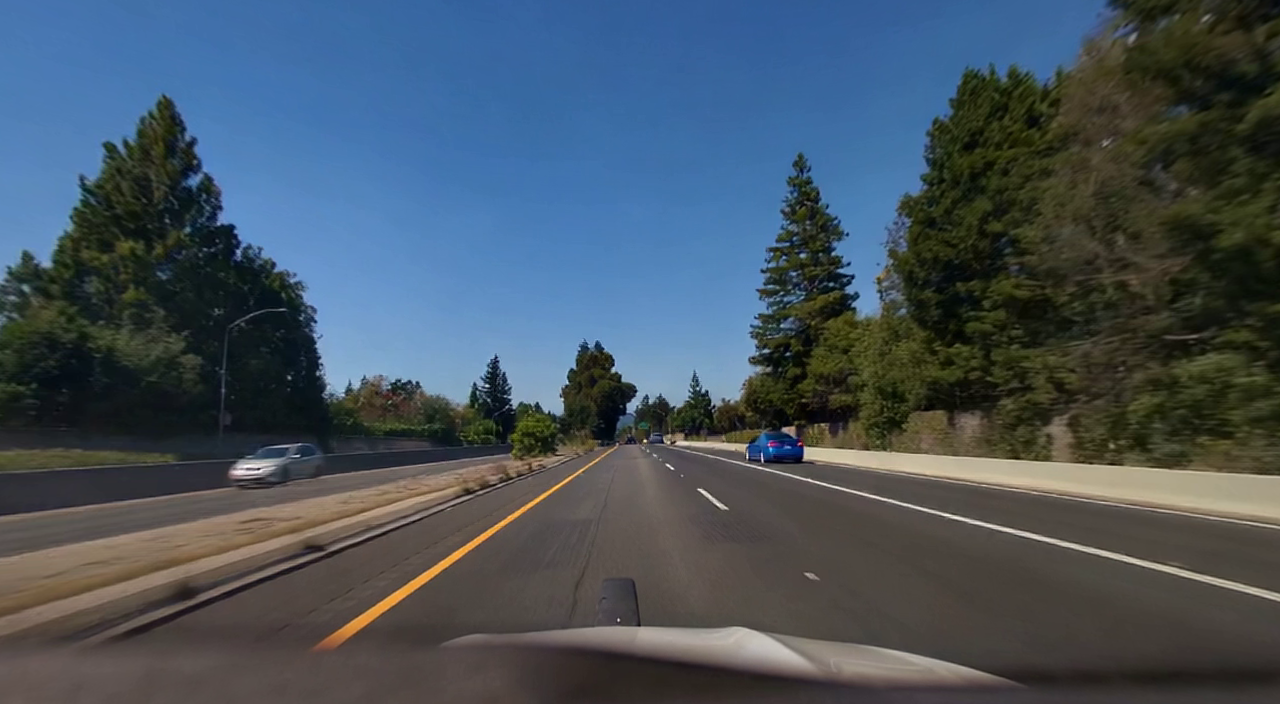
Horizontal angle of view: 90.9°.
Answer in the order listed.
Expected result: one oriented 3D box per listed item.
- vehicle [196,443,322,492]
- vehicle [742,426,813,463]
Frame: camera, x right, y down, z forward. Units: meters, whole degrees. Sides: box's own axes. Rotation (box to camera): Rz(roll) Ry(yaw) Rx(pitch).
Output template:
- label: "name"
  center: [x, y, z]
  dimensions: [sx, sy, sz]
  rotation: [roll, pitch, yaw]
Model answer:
- label: "vehicle"
  center: [-13.204, 3.982, 22.176]
  dimensions: [1.912, 1.520, 4.057]
  rotation: [0, -8, -1]
- label: "vehicle"
  center: [6.807, 4.647, 31.833]
  dimensions: [2.273, 1.698, 4.863]
  rotation: [0, -8, -3]
